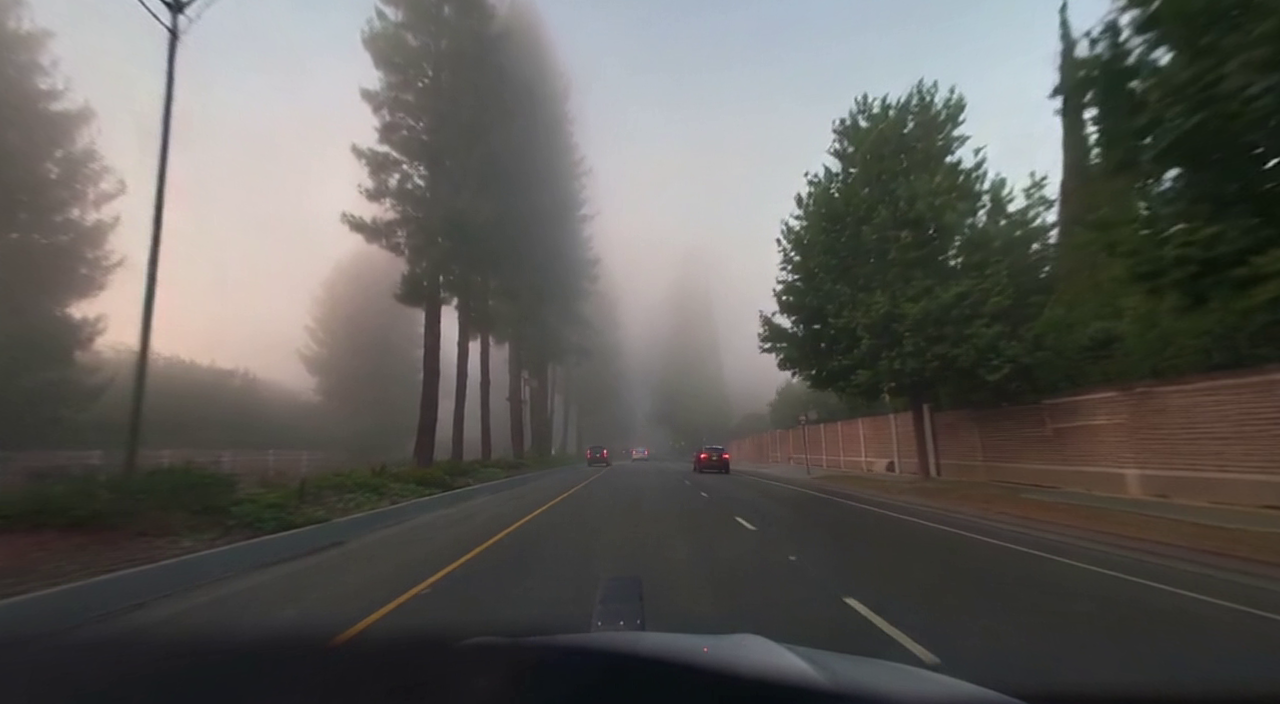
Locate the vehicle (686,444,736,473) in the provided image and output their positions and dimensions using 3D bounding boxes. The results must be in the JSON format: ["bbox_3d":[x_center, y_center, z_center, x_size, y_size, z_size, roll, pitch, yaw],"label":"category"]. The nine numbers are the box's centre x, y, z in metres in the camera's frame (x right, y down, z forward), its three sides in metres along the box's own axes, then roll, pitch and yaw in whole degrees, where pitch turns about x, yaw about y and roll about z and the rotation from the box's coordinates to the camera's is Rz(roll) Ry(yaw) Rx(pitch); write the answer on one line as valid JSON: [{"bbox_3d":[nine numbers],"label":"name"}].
[{"bbox_3d":[3.986,6.056,36.132,2.237,1.578,4.621,0,-8,-1],"label":"vehicle"}]
